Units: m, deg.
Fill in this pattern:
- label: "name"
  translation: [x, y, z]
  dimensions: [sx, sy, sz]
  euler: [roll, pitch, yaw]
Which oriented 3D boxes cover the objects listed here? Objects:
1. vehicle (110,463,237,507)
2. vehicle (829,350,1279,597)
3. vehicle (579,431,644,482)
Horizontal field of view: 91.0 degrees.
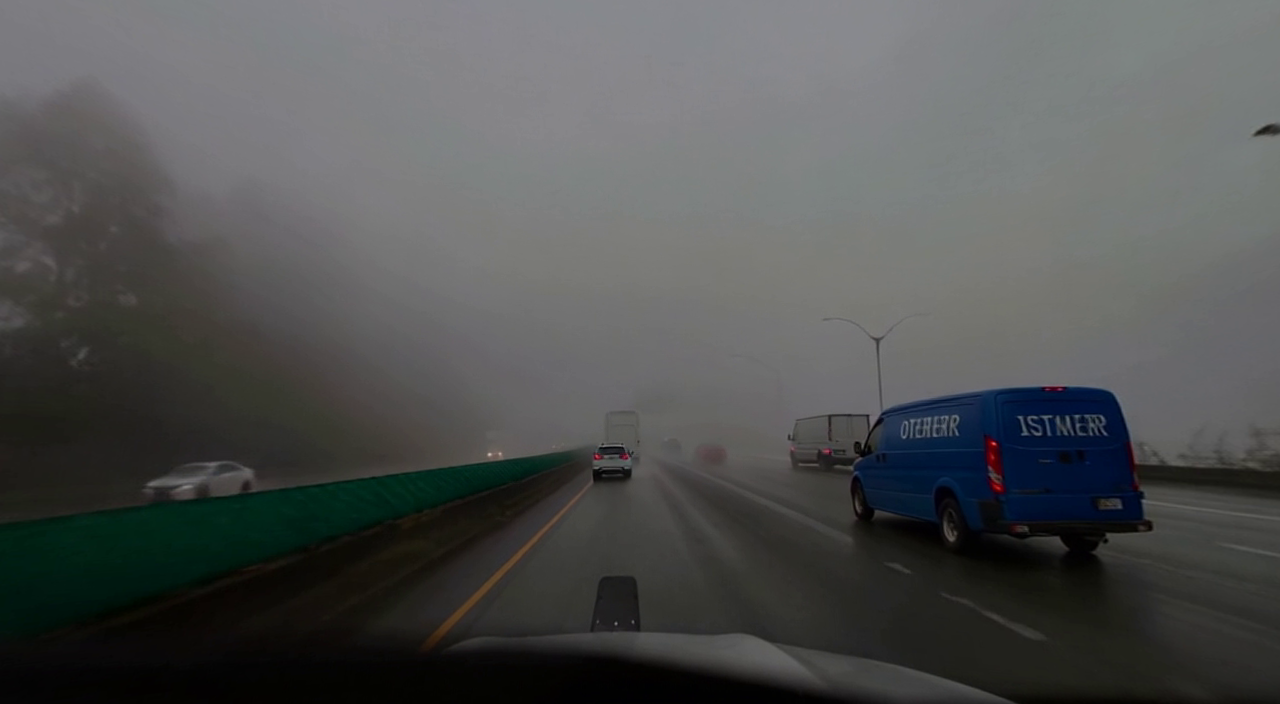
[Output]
- label: "vehicle"
  translation: [-18.616, 5.294, 25.401]
  dimensions: [1.811, 1.456, 4.313]
  euler: [0, -8, 0]
- label: "vehicle"
  translation: [4.310, 1.343, 7.776]
  dimensions: [2.223, 2.008, 5.121]
  euler: [0, -8, -1]
- label: "vehicle"
  translation: [-0.977, 3.651, 22.270]
  dimensions: [2.100, 1.636, 3.620]
  euler: [0, -8, -1]
